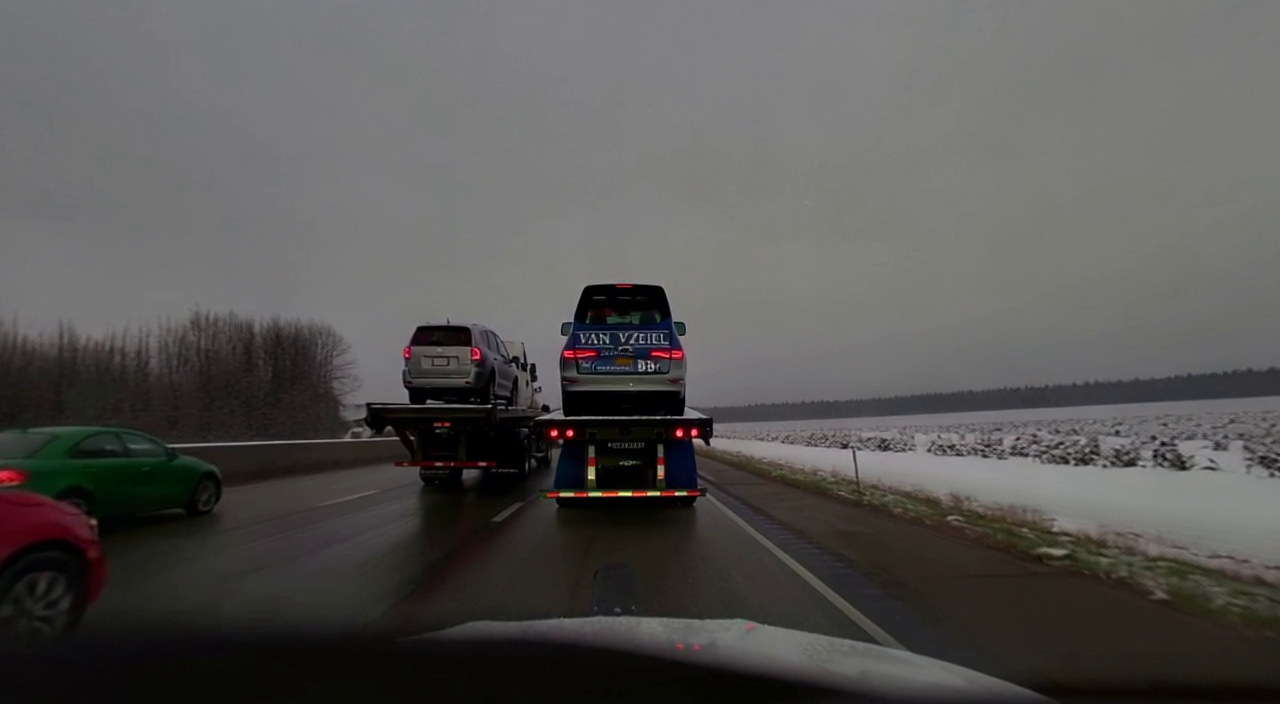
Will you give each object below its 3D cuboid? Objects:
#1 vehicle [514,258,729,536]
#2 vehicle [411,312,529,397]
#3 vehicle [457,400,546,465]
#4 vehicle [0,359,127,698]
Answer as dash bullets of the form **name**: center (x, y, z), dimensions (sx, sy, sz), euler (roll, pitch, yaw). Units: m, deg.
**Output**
- **vehicle**: center (-0.430, 1.141, 12.837), dimensions (2.738, 3.628, 9.223), euler (0, -7, -2)
- **vehicle**: center (-4.484, 0.224, 17.464), dimensions (2.118, 1.799, 4.591), euler (0, -7, -2)
- **vehicle**: center (-4.570, 2.746, 21.508), dimensions (2.258, 1.970, 4.402), euler (0, -7, -3)
- **vehicle**: center (-4.090, 0.685, 1.653), dimensions (1.914, 1.675, 4.331), euler (0, -7, -2)
